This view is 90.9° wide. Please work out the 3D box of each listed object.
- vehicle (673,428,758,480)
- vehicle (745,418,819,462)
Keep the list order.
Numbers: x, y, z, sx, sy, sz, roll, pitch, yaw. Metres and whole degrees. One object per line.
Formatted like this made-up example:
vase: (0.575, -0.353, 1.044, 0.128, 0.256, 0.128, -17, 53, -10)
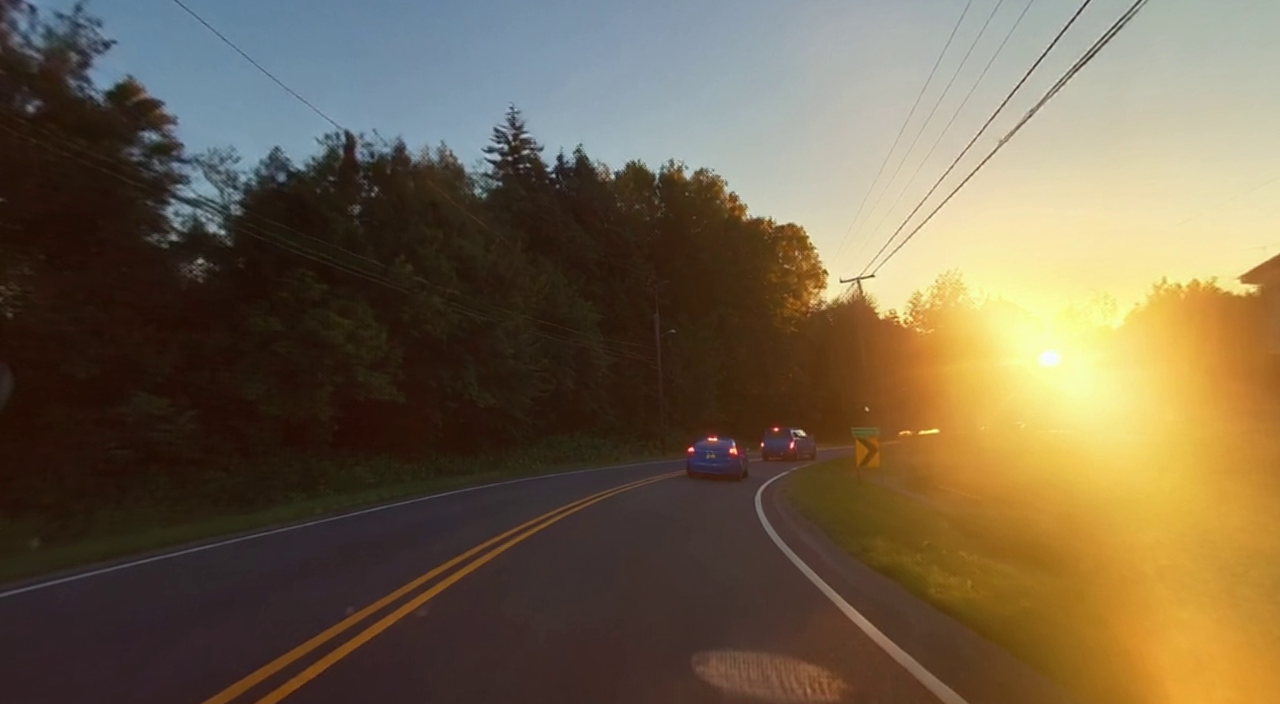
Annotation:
vehicle: (2.714, 3.489, 21.734, 2.157, 1.565, 4.243, -3, -9, 17)
vehicle: (7.893, 4.824, 34.469, 2.376, 2.145, 5.953, -5, -9, 28)
